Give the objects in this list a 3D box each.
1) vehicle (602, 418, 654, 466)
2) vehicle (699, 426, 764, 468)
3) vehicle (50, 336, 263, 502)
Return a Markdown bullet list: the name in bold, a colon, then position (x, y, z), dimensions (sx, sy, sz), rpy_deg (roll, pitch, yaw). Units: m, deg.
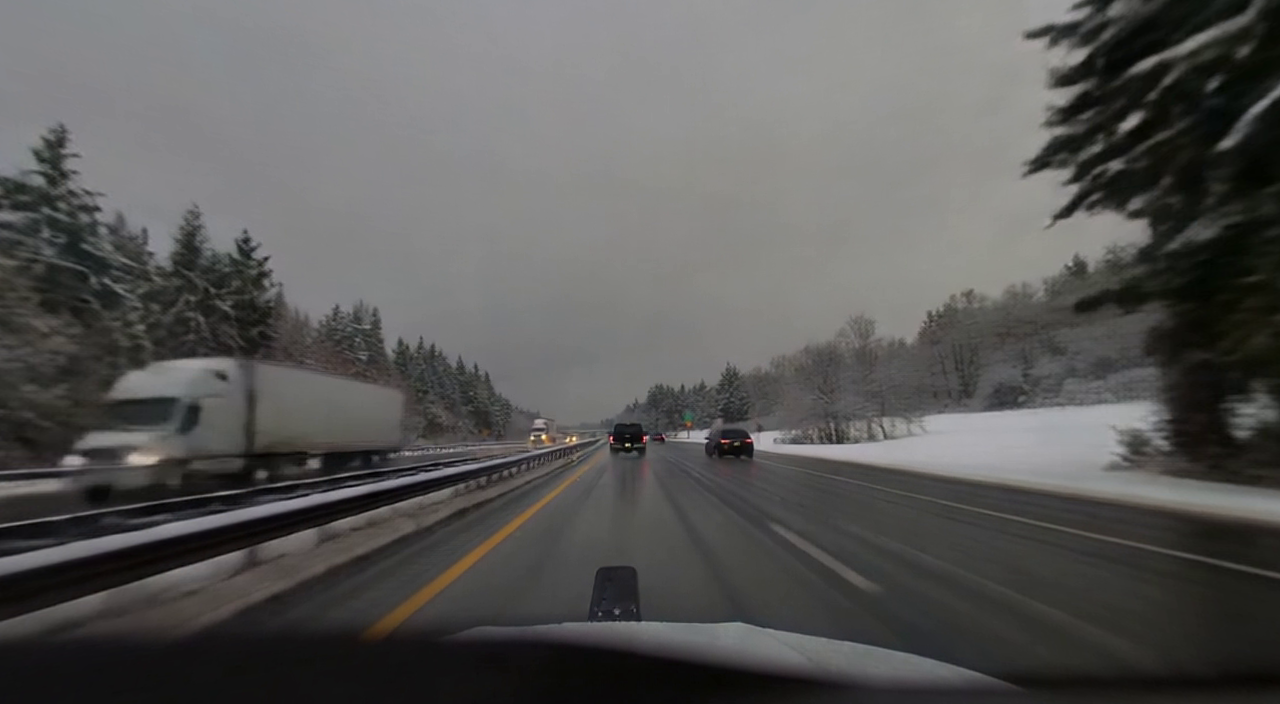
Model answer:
- **vehicle**: position (-0.574, 4.216, 29.679), dimensions (2.270, 2.044, 4.633), rpy_deg (0, -8, -2)
- **vehicle**: position (3.774, 3.990, 26.719), dimensions (1.981, 1.606, 3.956), rpy_deg (0, -8, -2)
- **vehicle**: position (-13.281, 1.909, 17.747), dimensions (3.011, 4.191, 3.431), rpy_deg (0, -8, -1)
